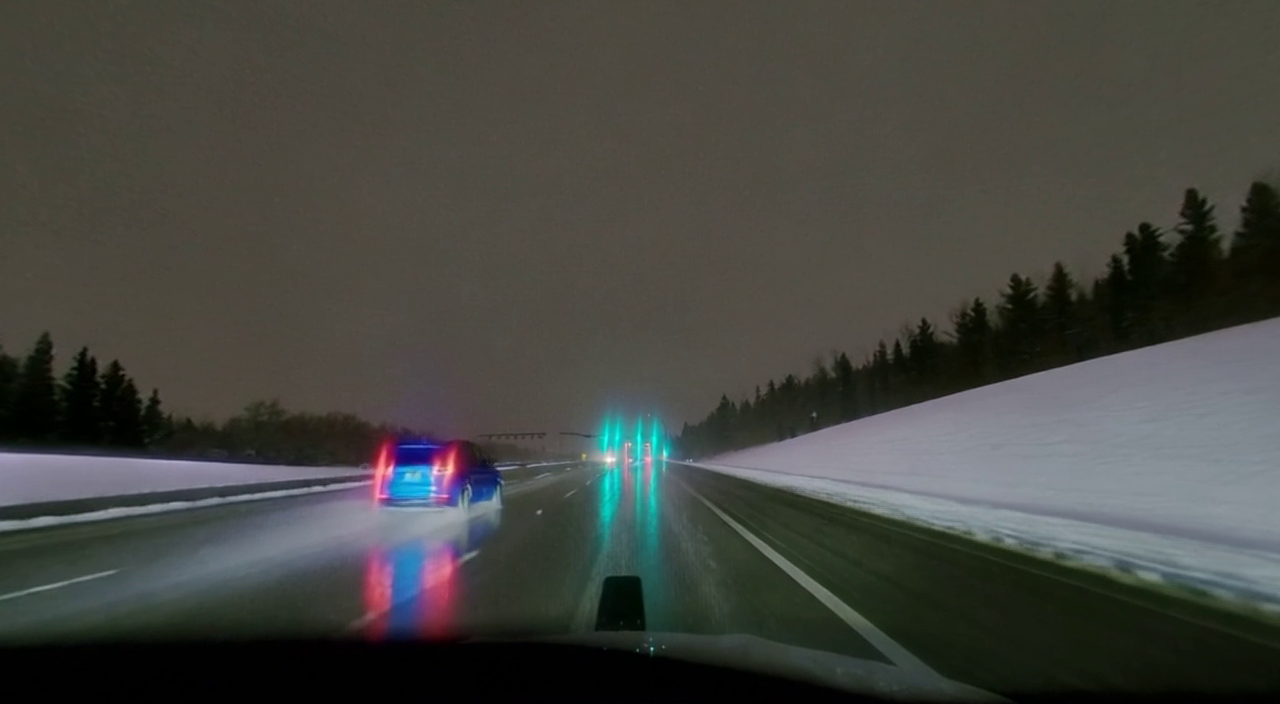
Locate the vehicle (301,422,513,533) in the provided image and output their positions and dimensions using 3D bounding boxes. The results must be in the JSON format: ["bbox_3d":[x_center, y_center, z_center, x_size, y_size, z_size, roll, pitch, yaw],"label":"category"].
[{"bbox_3d":[-4.236,2.396,12.666,2.272,1.759,5.058,0,-9,1],"label":"vehicle"}]
